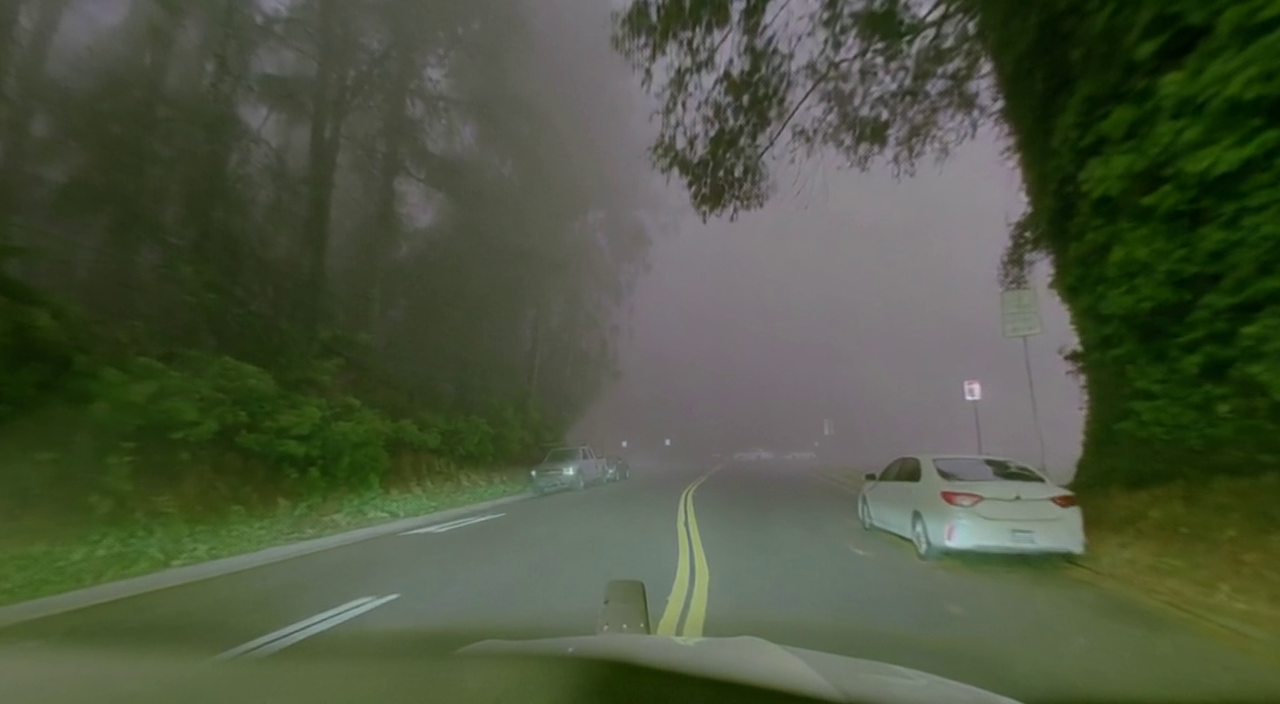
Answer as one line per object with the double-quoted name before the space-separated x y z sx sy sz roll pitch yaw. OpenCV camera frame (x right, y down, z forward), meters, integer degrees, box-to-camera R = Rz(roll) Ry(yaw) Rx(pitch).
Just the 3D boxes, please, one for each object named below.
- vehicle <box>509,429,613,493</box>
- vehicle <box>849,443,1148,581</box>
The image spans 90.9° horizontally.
"vehicle" -3.002 4.520 25.513 2.583 2.167 5.667 -5 -13 9
"vehicle" 4.542 2.023 9.004 2.033 1.424 4.560 -1 -8 7
